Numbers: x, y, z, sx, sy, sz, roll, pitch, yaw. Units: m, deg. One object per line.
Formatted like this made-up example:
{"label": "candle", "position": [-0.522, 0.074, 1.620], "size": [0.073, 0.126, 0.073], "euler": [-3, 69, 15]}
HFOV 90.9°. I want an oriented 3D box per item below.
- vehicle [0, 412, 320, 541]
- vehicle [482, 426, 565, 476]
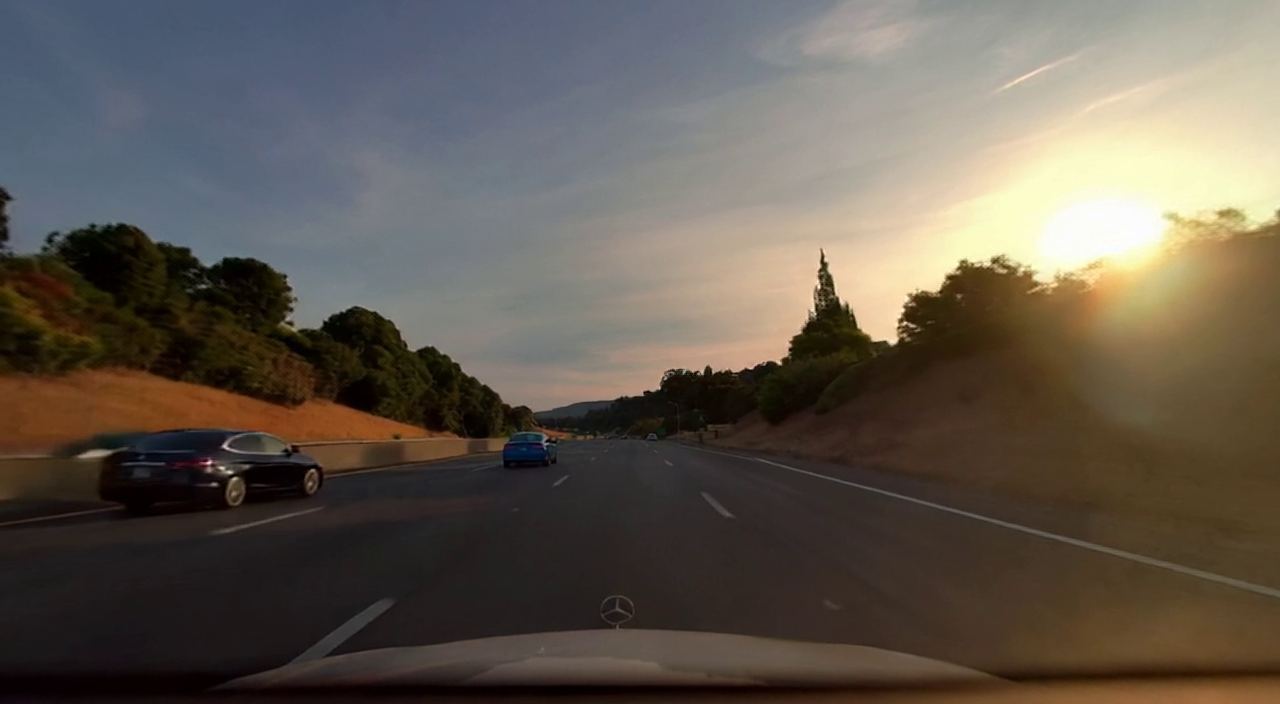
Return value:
{"label": "vehicle", "position": [-7.261, 1.801, 9.965], "size": [1.983, 1.535, 4.652], "euler": [0, -7, -1]}
{"label": "vehicle", "position": [-3.829, 3.314, 21.487], "size": [2.026, 1.517, 4.325], "euler": [0, -7, 0]}
